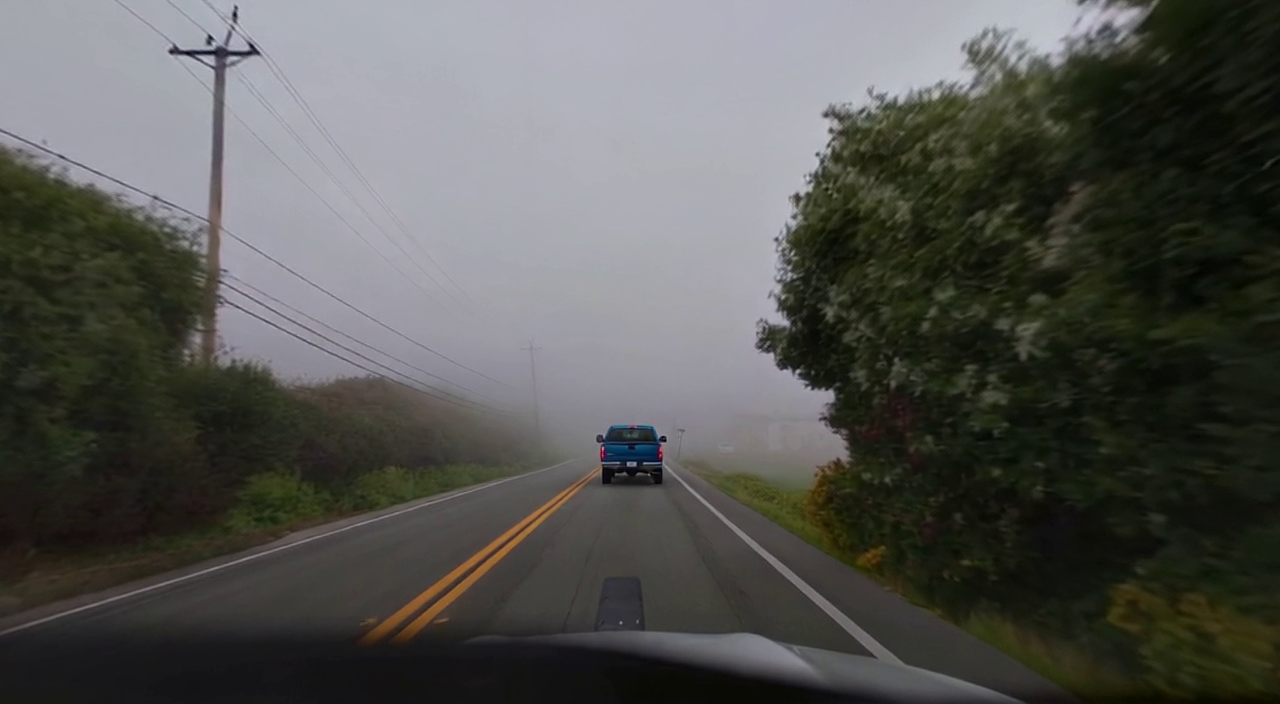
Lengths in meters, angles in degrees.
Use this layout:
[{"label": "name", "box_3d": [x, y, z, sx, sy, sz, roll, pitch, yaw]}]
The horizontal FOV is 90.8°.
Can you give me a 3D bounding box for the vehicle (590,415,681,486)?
[{"label": "vehicle", "box_3d": [-0.231, 3.810, 24.719, 3.021, 2.326, 7.410, 0, -8, -1]}]
